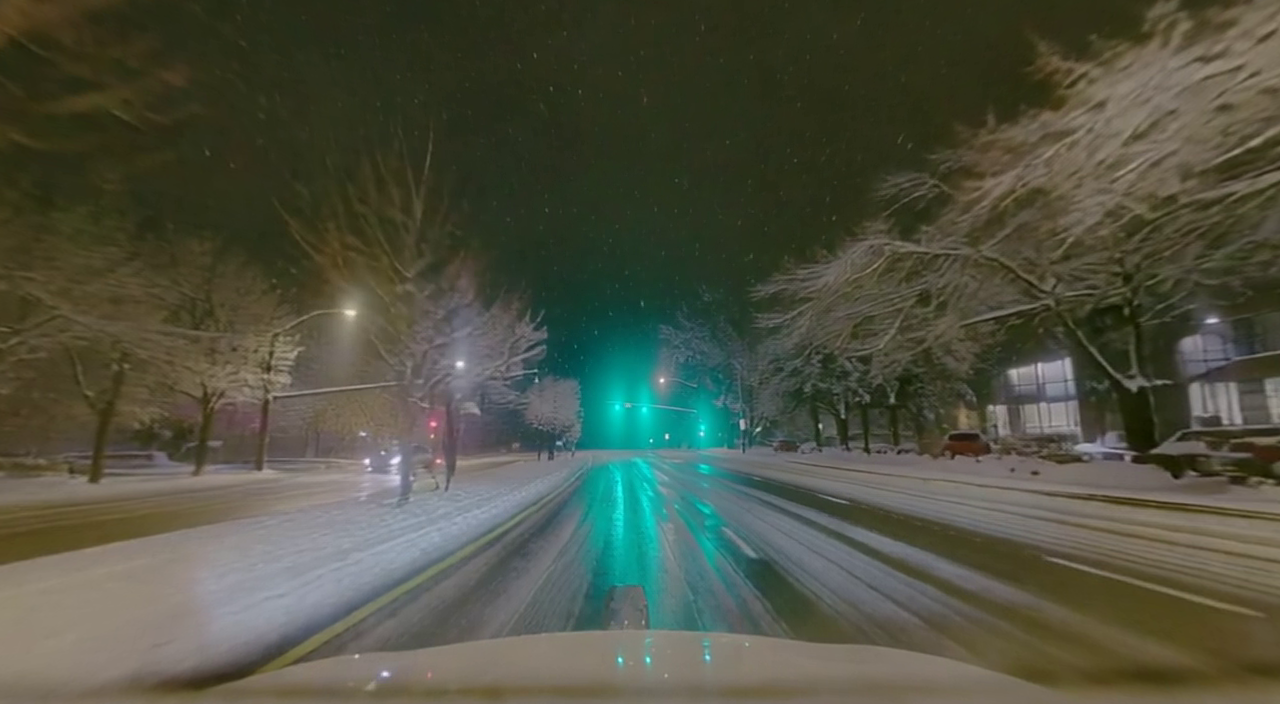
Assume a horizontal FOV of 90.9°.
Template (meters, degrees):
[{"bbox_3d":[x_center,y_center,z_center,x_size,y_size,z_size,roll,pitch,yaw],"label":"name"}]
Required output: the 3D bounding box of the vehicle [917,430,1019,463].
[{"bbox_3d":[18.201,5.300,35.308,2.084,1.675,4.966,3,-9,-17],"label":"vehicle"}]
